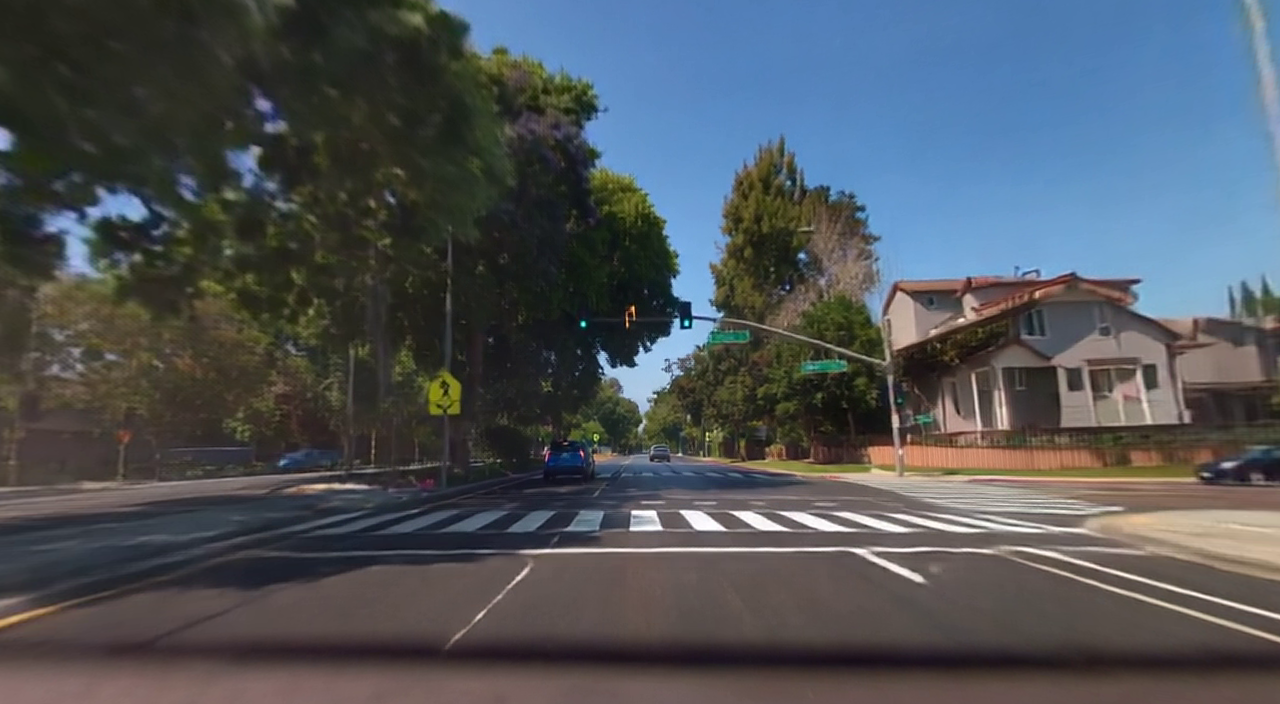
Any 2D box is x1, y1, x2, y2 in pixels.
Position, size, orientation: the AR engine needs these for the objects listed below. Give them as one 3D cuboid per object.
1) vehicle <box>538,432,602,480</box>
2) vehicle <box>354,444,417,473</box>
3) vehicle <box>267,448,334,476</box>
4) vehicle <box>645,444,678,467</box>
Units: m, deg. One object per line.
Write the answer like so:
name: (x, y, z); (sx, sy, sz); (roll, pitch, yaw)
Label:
vehicle: (-2.872, 4.385, 26.899); (2.150, 1.812, 4.423); (-1, -8, 1)
vehicle: (-15.428, 6.451, 38.427); (1.990, 1.650, 4.283); (-1, -8, 1)
vehicle: (-22.648, 7.312, 42.240); (1.967, 1.675, 4.436); (-1, -8, 1)
vehicle: (1.455, 7.219, 44.250); (2.075, 1.480, 3.920); (0, -8, -1)
